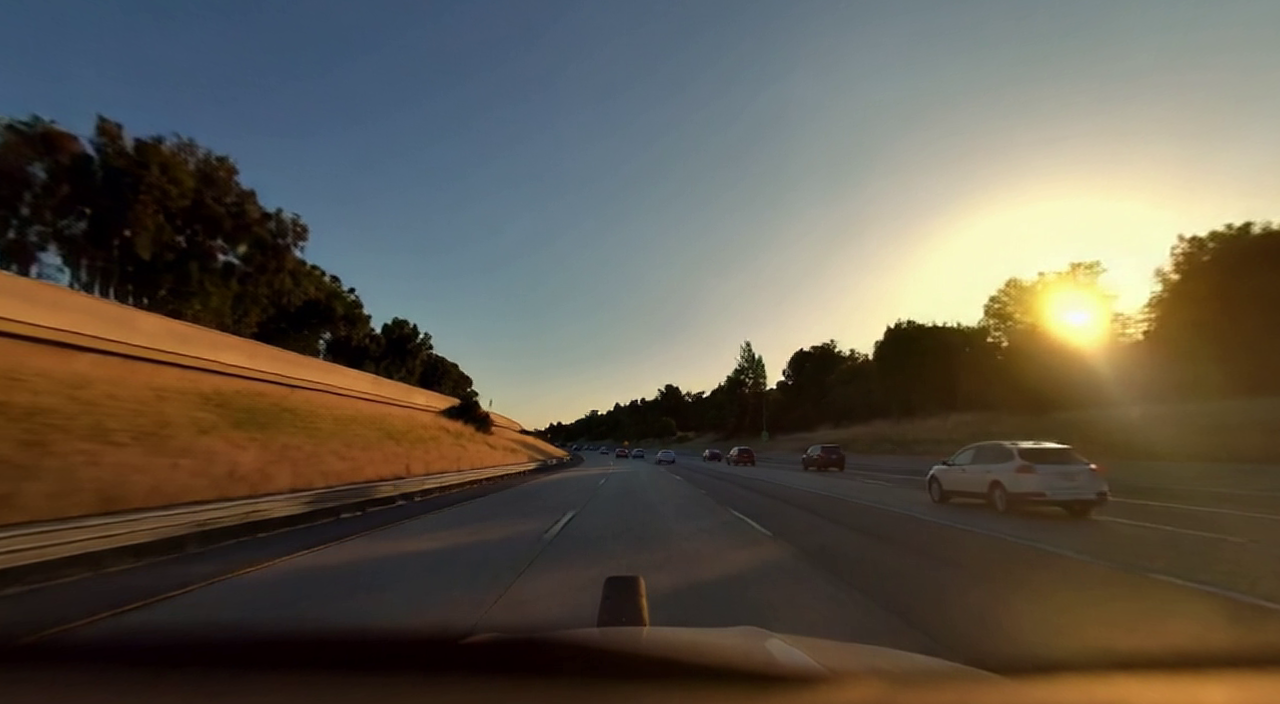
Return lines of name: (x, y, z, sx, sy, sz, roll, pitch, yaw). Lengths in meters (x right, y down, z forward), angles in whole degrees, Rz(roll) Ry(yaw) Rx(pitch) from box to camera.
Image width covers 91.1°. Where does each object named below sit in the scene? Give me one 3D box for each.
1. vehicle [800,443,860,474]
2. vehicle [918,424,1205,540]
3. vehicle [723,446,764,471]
vehicle: (10.610, 5.947, 35.366, 1.986, 1.644, 4.126, 1, -8, -2)
vehicle: (7.328, 2.283, 11.738, 2.048, 1.697, 4.689, 0, -8, -1)
vehicle: (6.656, 6.853, 40.648, 1.940, 1.482, 3.644, 1, -8, -2)
